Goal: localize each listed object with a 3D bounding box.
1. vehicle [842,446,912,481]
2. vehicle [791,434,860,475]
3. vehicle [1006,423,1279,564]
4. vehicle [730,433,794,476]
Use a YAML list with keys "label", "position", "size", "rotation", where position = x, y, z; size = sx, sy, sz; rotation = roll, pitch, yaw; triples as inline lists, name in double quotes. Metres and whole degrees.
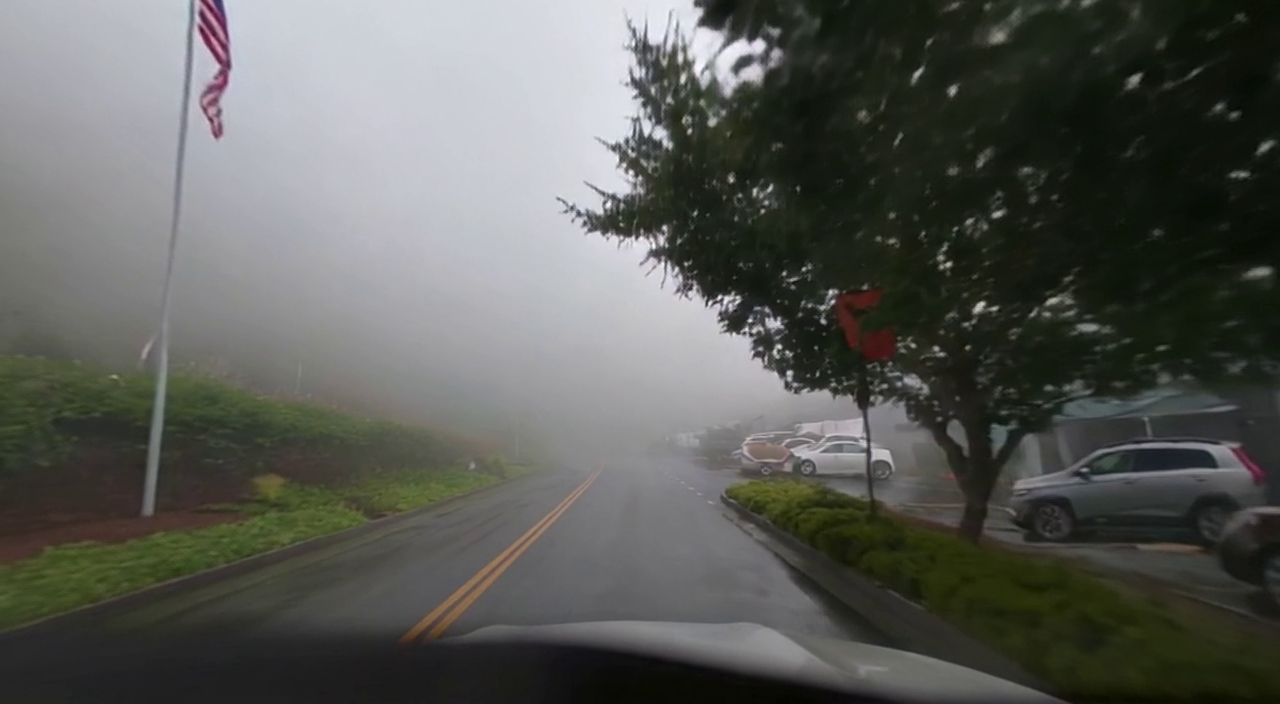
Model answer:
- label: "vehicle"
  position: [10.992, 5.159, 29.445]
  size: [1.819, 1.494, 3.834]
  rotation: [-1, -9, 1]
- label: "vehicle"
  position: [8.482, 4.716, 29.179]
  size: [1.924, 1.713, 4.627]
  rotation: [-1, -9, 2]
- label: "vehicle"
  position: [9.182, 2.333, 11.194]
  size: [2.113, 1.945, 4.546]
  rotation: [1, -9, -8]
- label: "vehicle"
  position: [5.698, 4.847, 29.872]
  size: [1.977, 1.860, 4.237]
  rotation: [0, -9, -2]
